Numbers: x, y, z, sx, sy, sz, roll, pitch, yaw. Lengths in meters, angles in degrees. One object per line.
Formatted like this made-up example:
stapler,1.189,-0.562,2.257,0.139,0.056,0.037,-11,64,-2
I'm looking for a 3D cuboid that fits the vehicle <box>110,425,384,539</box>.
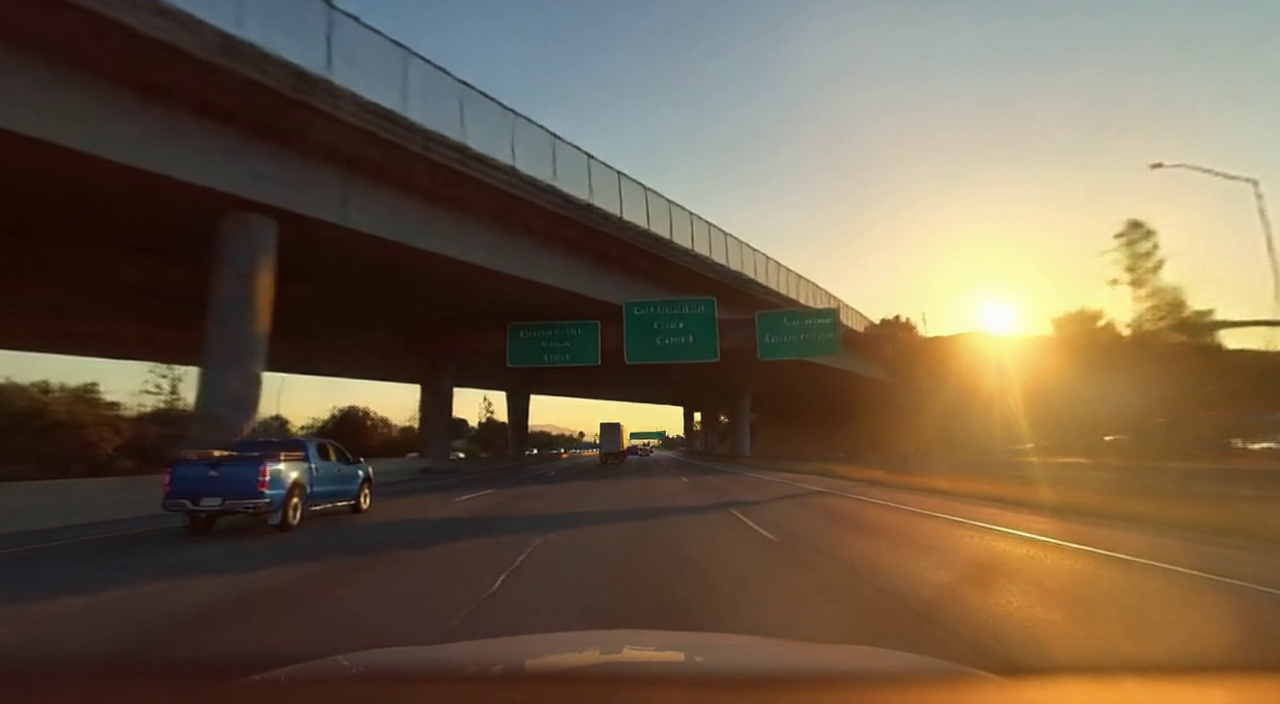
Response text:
vehicle,-6.974,2.354,12.039,2.168,1.729,4.724,0,-9,0
